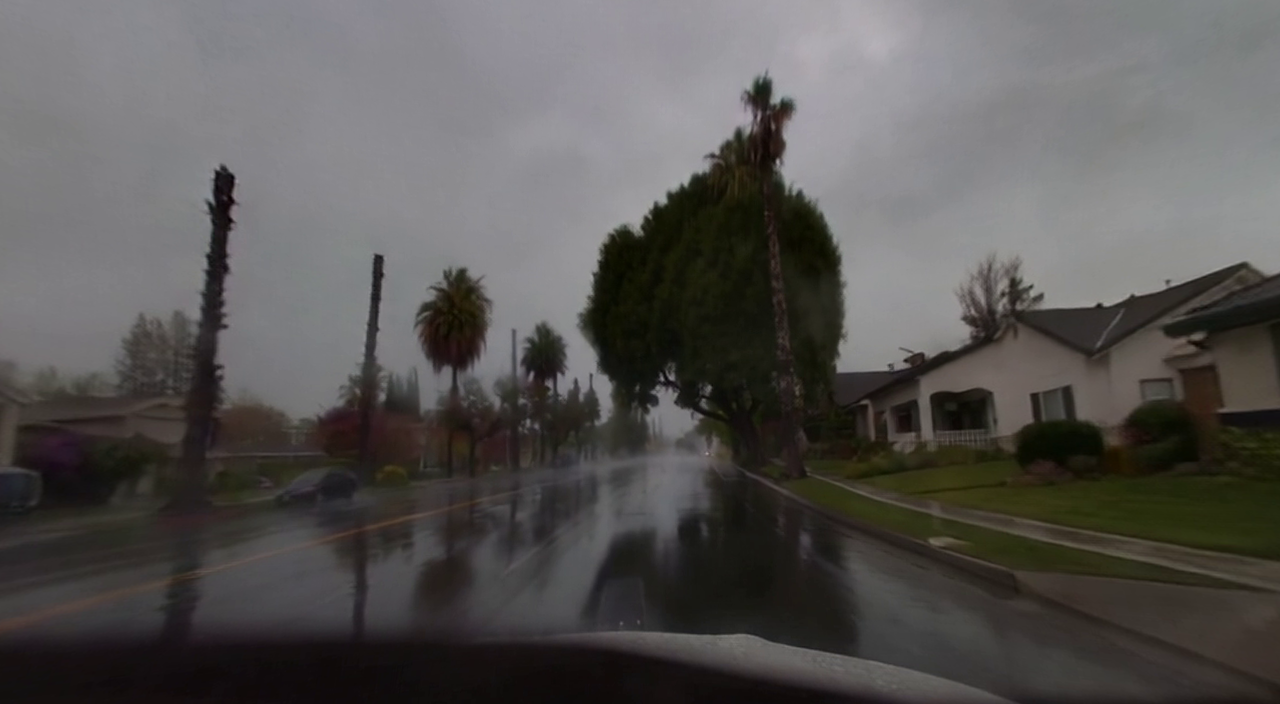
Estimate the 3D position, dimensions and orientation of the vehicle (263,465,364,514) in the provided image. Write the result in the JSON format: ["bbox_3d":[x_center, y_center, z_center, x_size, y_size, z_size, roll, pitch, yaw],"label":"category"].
[{"bbox_3d":[-13.034,5.462,25.516,1.804,1.498,4.136,-5,-8,2],"label":"vehicle"}]
